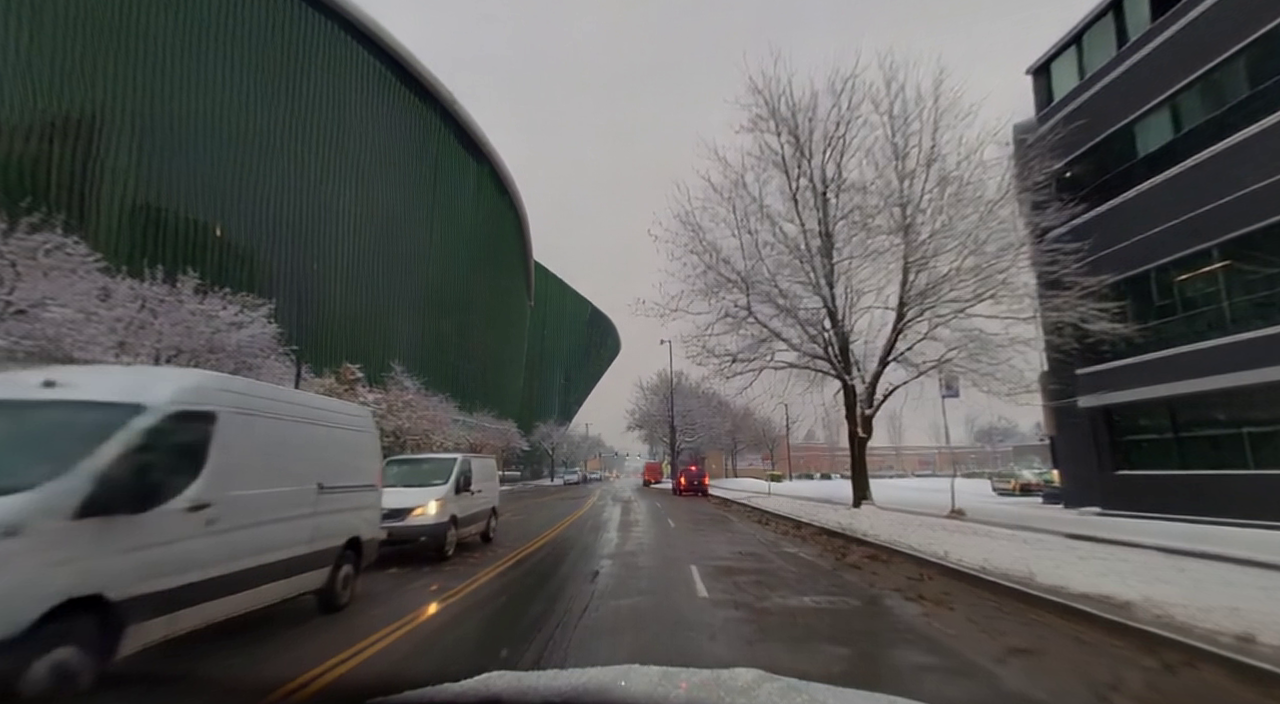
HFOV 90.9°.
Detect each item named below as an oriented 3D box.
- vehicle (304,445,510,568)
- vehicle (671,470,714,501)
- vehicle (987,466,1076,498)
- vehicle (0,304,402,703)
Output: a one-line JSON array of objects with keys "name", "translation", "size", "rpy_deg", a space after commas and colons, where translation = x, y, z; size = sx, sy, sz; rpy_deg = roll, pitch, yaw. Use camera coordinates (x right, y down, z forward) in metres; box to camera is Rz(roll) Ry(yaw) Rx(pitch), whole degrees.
[{"name": "vehicle", "translation": [-3.706, 2.562, 10.981], "size": [1.956, 1.680, 4.126], "rpy_deg": [0, -11, 0]}, {"name": "vehicle", "translation": [2.682, 6.961, 33.087], "size": [1.899, 1.470, 3.666], "rpy_deg": [1, -11, 0]}, {"name": "vehicle", "translation": [17.332, 5.752, 28.002], "size": [2.767, 1.307, 1.673], "rpy_deg": [-1, -10, 1]}, {"name": "vehicle", "translation": [-3.771, 1.162, 4.482], "size": [2.148, 2.024, 4.884], "rpy_deg": [0, -11, 1]}]
